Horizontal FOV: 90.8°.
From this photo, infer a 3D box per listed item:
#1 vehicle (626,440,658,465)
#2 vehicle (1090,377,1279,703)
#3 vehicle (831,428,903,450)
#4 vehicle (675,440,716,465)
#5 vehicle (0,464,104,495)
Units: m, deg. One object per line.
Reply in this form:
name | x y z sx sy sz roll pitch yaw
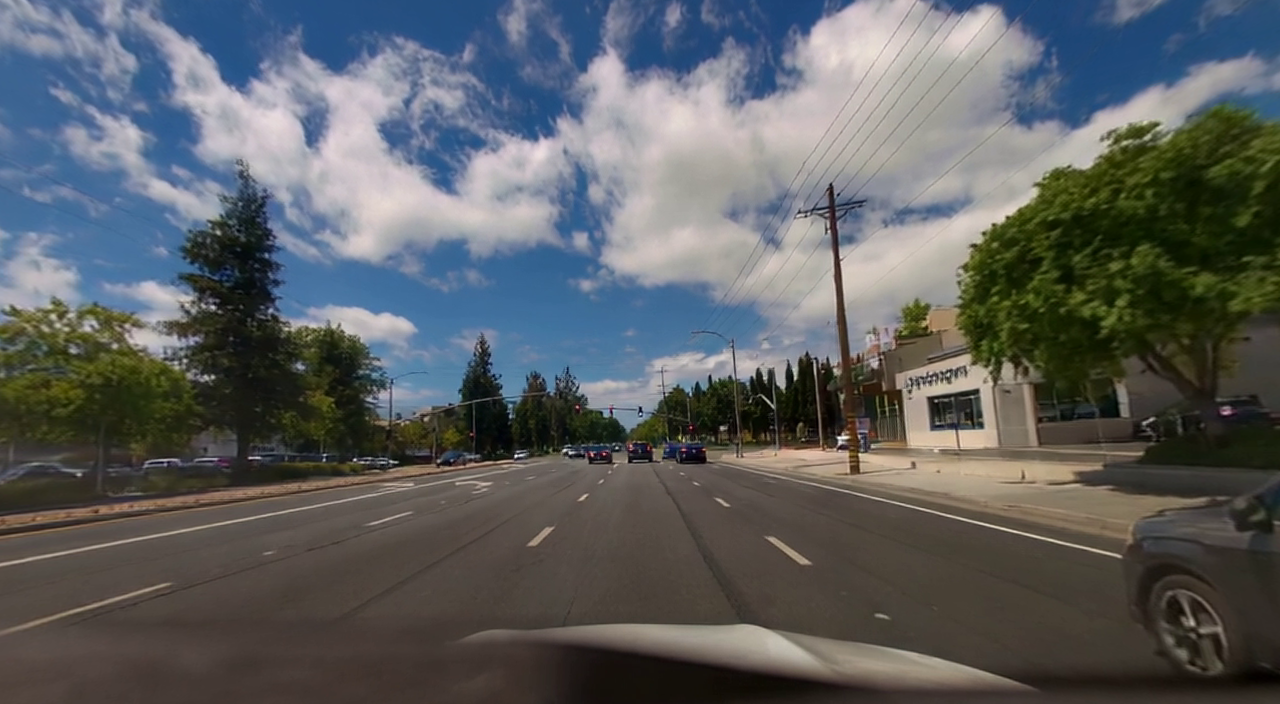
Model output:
vehicle | 0.065 7.073 44.628 2.146 1.685 4.003 0 -8 -2
vehicle | 3.822 0.727 1.634 1.889 1.572 4.605 0 -8 0
vehicle | 15.865 6.122 44.311 4.344 1.512 1.936 -1 -8 5
vehicle | 3.740 6.891 43.478 2.198 1.660 4.512 0 -8 -2
vehicle | -33.935 7.293 36.204 4.560 1.530 1.950 5 -10 -32
